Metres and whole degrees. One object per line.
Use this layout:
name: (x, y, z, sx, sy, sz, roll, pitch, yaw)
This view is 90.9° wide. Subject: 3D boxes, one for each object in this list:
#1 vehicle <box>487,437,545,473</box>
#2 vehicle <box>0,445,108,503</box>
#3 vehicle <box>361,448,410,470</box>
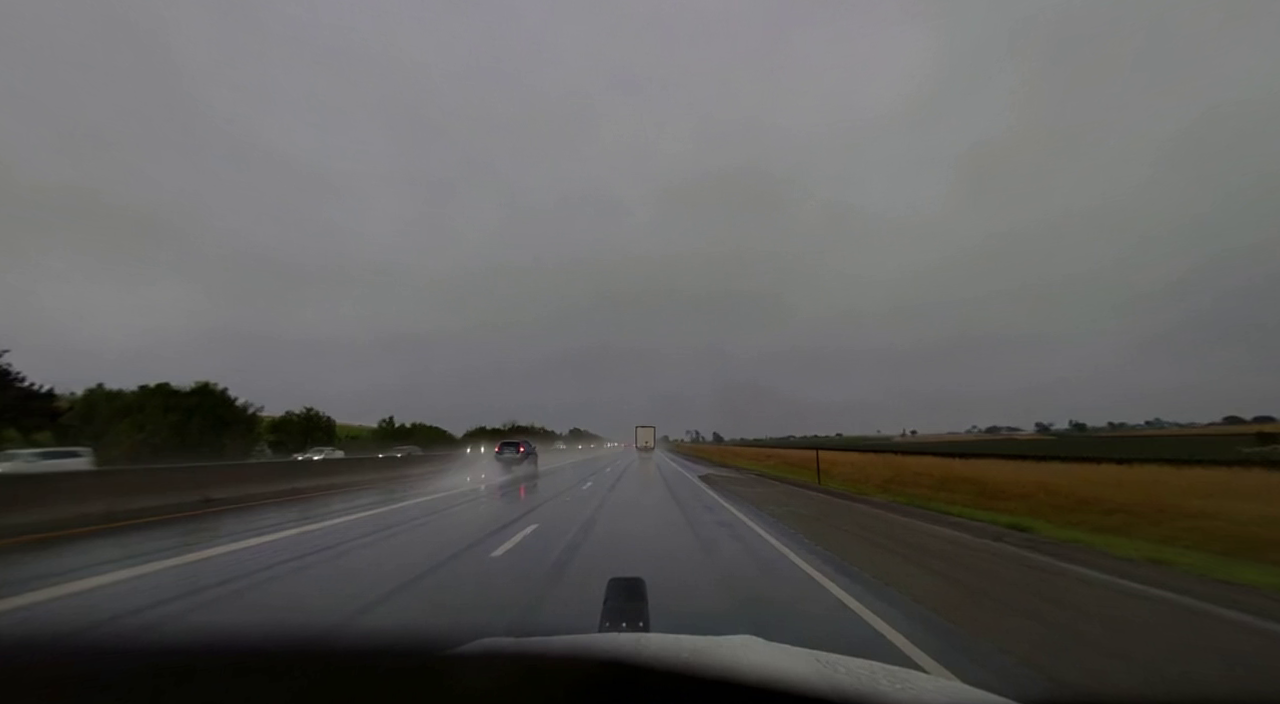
vehicle: (-6.953, 5.838, 35.926, 2.193, 1.866, 4.807, 0, -8, 2)
vehicle: (-20.568, 3.916, 20.534, 2.106, 1.734, 4.955, 0, -8, 0)
vehicle: (-19.578, 8.205, 48.684, 1.872, 1.585, 4.416, 0, -8, 1)
